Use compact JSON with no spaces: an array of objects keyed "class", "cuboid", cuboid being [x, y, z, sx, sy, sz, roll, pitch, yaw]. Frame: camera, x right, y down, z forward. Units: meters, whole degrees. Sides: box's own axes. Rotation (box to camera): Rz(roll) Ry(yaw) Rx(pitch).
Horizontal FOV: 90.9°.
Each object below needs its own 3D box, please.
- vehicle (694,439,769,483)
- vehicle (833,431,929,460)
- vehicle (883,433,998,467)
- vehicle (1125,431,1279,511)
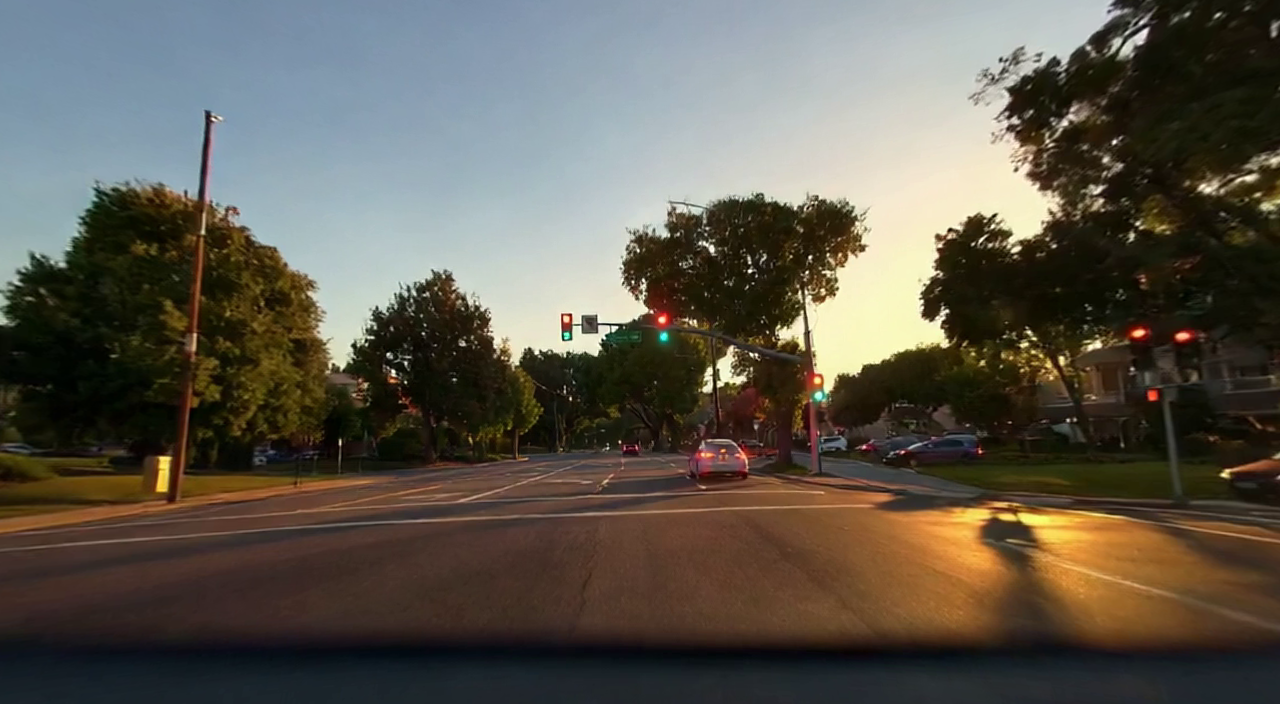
[{"class":"vehicle","cuboid":[3.306,4.018,23.666,2.134,1.476,4.327,0,-8,0]},{"class":"vehicle","cuboid":[13.828,5.392,36.331,4.689,1.583,1.947,0,-8,-1]},{"class":"vehicle","cuboid":[14.476,4.753,30.599,4.514,1.546,2.044,-1,-8,4]},{"class":"vehicle","cuboid":[12.983,2.452,13.230,3.807,1.554,1.995,-1,-8,9]}]
